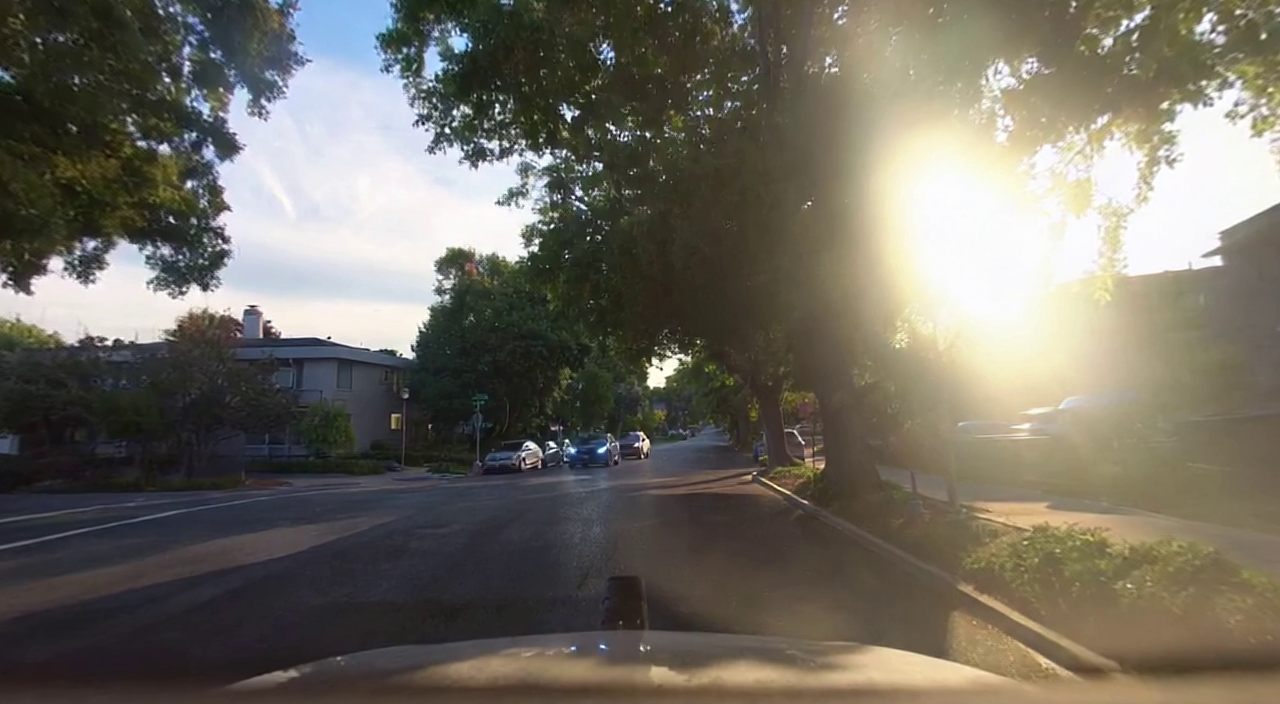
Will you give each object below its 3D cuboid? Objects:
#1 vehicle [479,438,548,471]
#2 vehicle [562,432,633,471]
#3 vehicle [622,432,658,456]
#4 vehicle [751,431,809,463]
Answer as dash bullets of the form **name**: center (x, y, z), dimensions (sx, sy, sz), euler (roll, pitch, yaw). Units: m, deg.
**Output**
- **vehicle**: center (-5.984, 4.935, 30.485), dimensions (1.968, 1.443, 4.358), euler (-1, -9, 6)
- **vehicle**: center (-1.656, 4.163, 26.534), dimensions (2.056, 1.508, 4.596), euler (-1, -9, 8)
- **vehicle**: center (0.065, 6.700, 46.055), dimensions (2.110, 1.651, 4.410), euler (-1, -9, 7)
- **vehicle**: center (6.778, 4.640, 31.065), dimensions (1.918, 1.461, 4.419), euler (-1, -8, 1)
